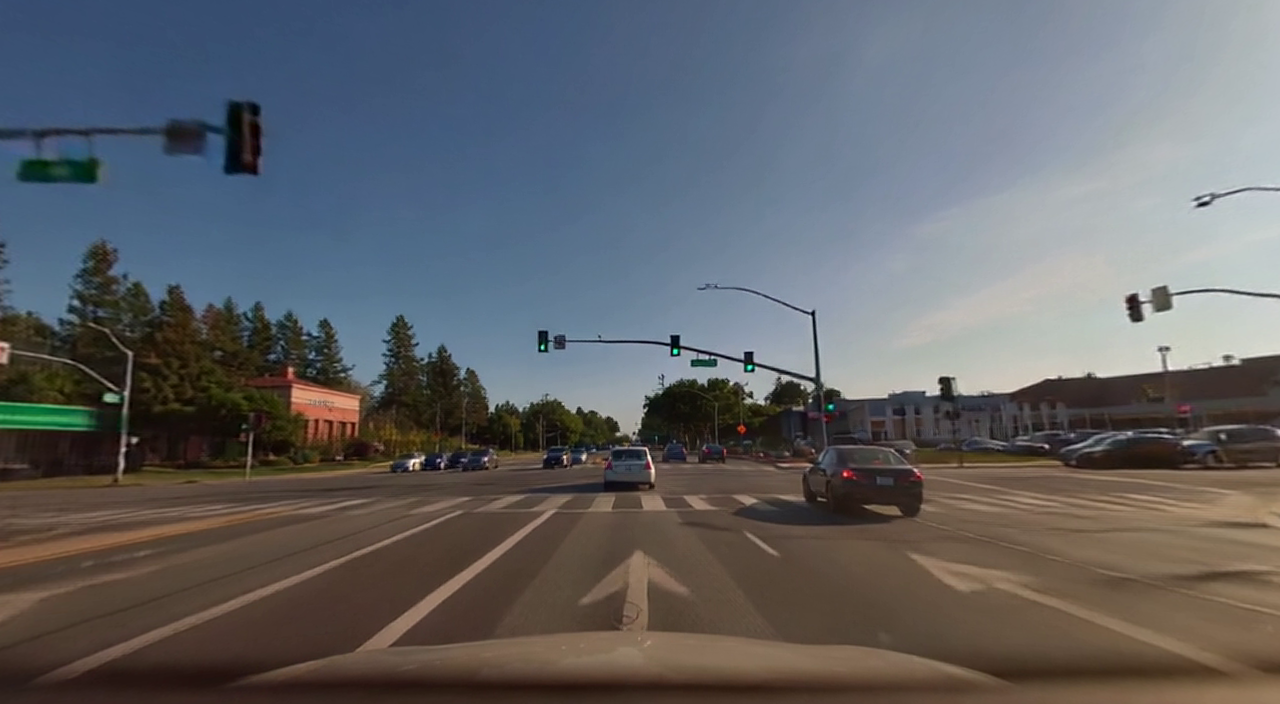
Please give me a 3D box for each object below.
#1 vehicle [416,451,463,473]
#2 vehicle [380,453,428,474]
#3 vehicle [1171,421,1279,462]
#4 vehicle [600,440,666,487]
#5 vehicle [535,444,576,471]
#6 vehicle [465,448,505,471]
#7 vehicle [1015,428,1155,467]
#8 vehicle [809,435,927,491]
[{"bbox_3d":[-14.903,8.211,47.322,2.001,1.463,4.673,0,-9,0],"label":"vehicle"},{"bbox_3d":[-18.094,8.560,48.678,2.018,1.472,4.559,0,-9,-1],"label":"vehicle"},{"bbox_3d":[27.420,4.066,28.804,4.724,1.793,1.777,0,-9,0],"label":"vehicle"},{"bbox_3d":[-0.238,3.799,21.768,2.040,1.451,3.736,0,-9,-1],"label":"vehicle"},{"bbox_3d":[-5.526,6.932,41.851,1.990,1.673,4.436,0,-9,1],"label":"vehicle"},{"bbox_3d":[-11.859,8.228,48.618,1.944,1.647,4.395,0,-9,0],"label":"vehicle"},{"bbox_3d":[20.095,4.351,28.699,4.796,1.488,1.966,-2,-9,-1],"label":"vehicle"},{"bbox_3d":[6.653,3.289,19.039,1.890,1.489,4.396,0,-9,0],"label":"vehicle"}]
